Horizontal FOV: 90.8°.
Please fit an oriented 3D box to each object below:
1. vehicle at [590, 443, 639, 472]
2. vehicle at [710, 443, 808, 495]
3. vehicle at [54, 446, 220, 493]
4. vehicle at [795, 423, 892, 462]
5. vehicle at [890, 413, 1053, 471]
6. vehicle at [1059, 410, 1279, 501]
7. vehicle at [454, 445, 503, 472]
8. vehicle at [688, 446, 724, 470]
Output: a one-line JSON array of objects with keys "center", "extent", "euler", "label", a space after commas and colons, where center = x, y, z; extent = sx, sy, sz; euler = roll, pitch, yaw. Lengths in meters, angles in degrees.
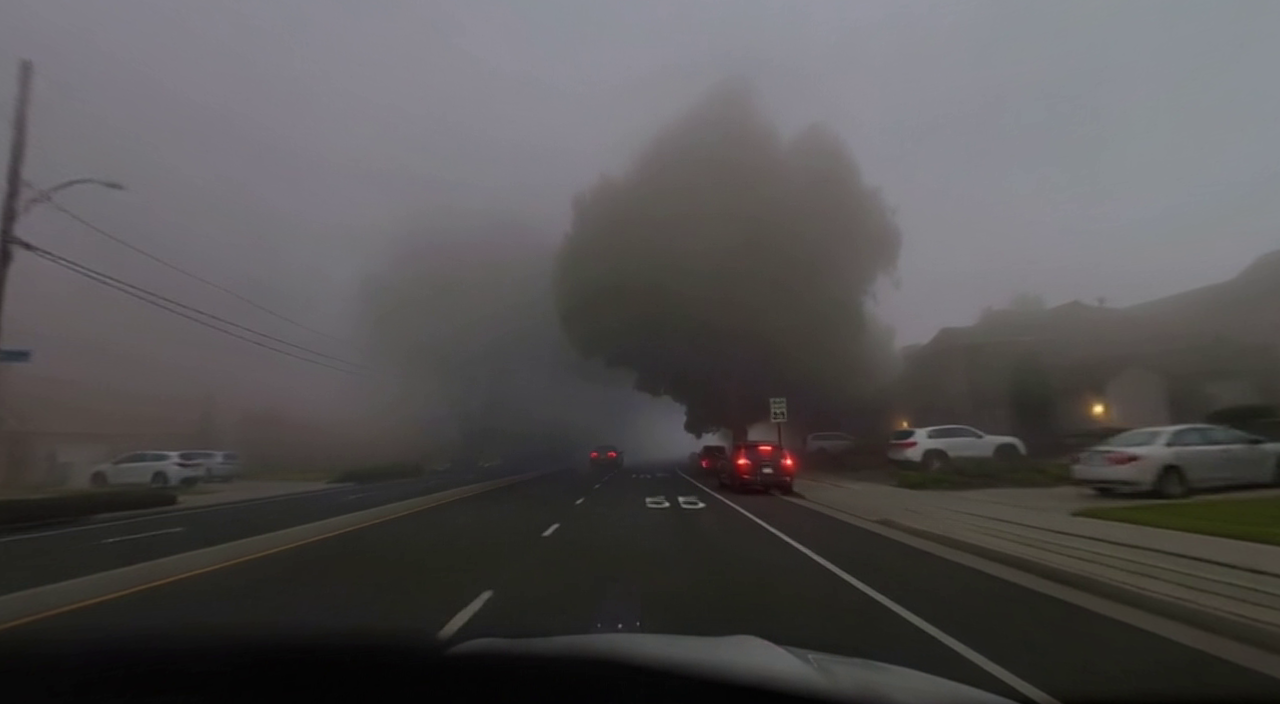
[{"center": [-1.308, 5.724, 34.378], "extent": [2.035, 1.474, 4.284], "euler": [-1, -9, 6], "label": "vehicle"}, {"center": [3.683, 3.735, 20.586], "extent": [2.025, 1.456, 4.865], "euler": [0, -9, -3], "label": "vehicle"}, {"center": [-20.008, 4.669, 25.298], "extent": [4.992, 1.779, 1.928], "euler": [0, -9, 2], "label": "vehicle"}, {"center": [13.611, 6.107, 42.370], "extent": [5.550, 2.066, 2.288], "euler": [-10, -13, 29], "label": "vehicle"}, {"center": [11.969, 3.334, 23.114], "extent": [4.710, 1.731, 1.972], "euler": [-4, -10, 7], "label": "vehicle"}, {"center": [11.354, 2.017, 12.690], "extent": [4.454, 1.499, 1.821], "euler": [-3, -9, 0], "label": "vehicle"}, {"center": [-12.470, 8.313, 49.222], "extent": [2.131, 1.902, 4.924], "euler": [-3, -10, 6], "label": "vehicle"}, {"center": [4.231, 6.874, 41.116], "extent": [2.037, 1.425, 4.621], "euler": [0, -9, 3], "label": "vehicle"}]
